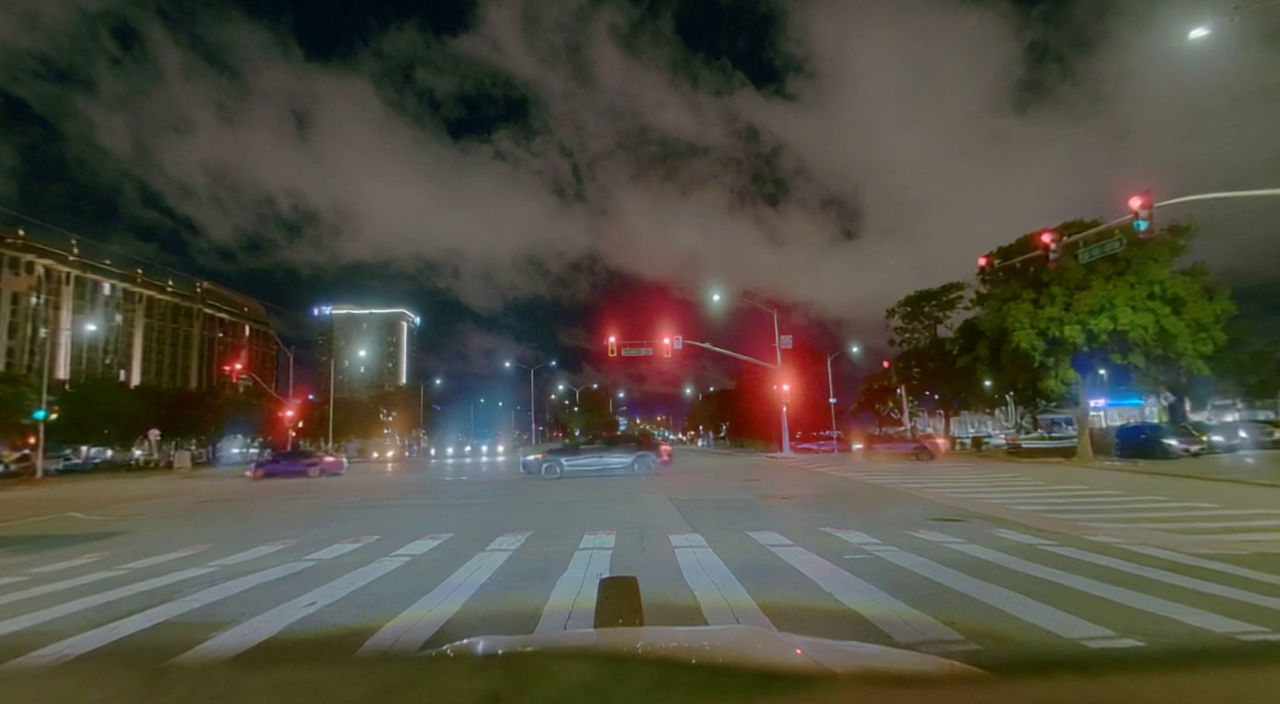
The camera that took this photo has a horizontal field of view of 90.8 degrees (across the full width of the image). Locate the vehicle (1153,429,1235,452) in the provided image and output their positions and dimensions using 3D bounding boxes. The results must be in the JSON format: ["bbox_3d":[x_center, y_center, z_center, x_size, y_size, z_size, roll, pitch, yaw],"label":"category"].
[{"bbox_3d":[36.580,5.872,41.839,1.726,1.429,4.163,-1,-8,2],"label":"vehicle"}]

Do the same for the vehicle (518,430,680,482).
[{"bbox_3d":[-1.367,3.286,20.188,4.916,1.504,1.846,1,-9,-12],"label":"vehicle"}]

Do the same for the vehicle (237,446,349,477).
[{"bbox_3d":[-15.749,4.971,28.806,4.046,1.306,1.719,-1,-8,1],"label":"vehicle"}]

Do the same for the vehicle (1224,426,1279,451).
[{"bbox_3d":[42.267,5.728,41.930,2.037,1.614,5.175,0,-8,0],"label":"vehicle"}]

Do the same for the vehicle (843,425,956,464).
[{"bbox_3d":[11.871,4.307,29.249,4.571,1.698,1.977,-3,-9,18],"label":"vehicle"}]

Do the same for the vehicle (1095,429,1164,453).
[{"bbox_3d":[33.244,6.098,43.092,2.090,1.494,4.321,-3,-9,15],"label":"vehicle"}]
